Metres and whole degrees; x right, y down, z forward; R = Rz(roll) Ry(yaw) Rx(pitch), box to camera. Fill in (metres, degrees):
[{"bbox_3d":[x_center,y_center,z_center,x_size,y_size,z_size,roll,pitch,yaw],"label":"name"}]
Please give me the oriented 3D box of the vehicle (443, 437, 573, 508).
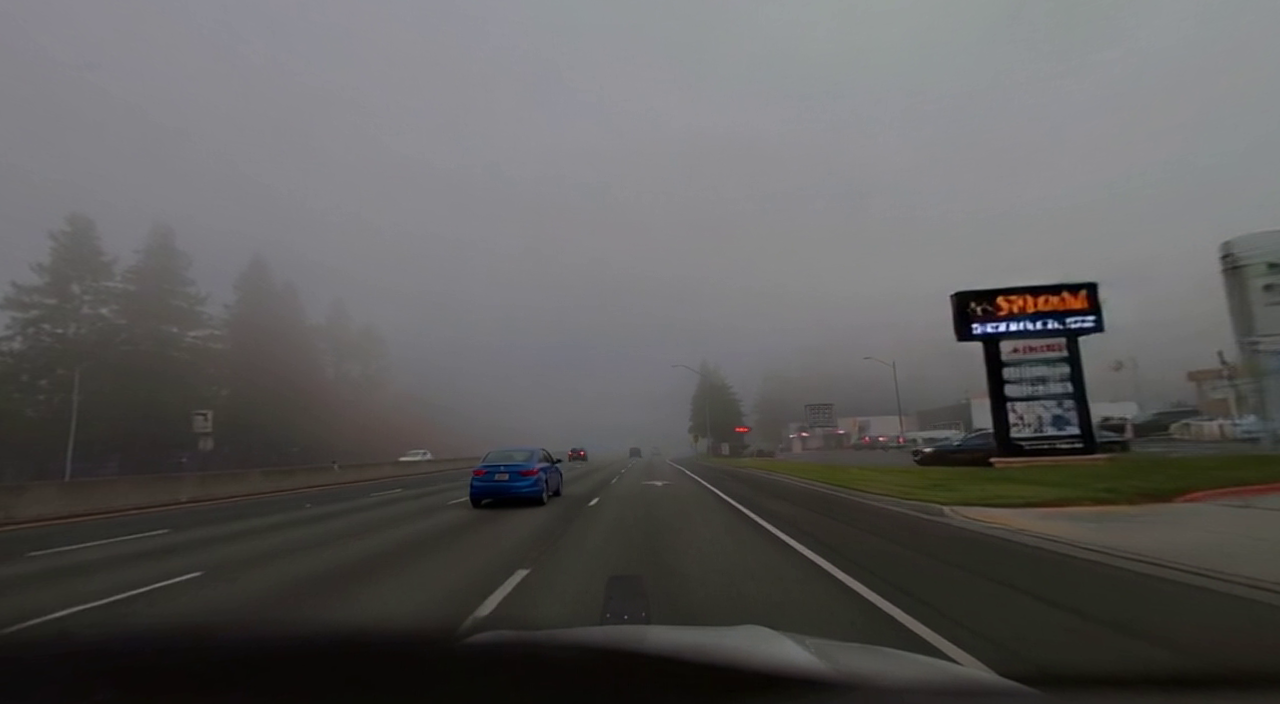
[{"bbox_3d":[-3.033,2.883,15.553,2.152,1.479,4.394,0,-9,2],"label":"vehicle"}]
